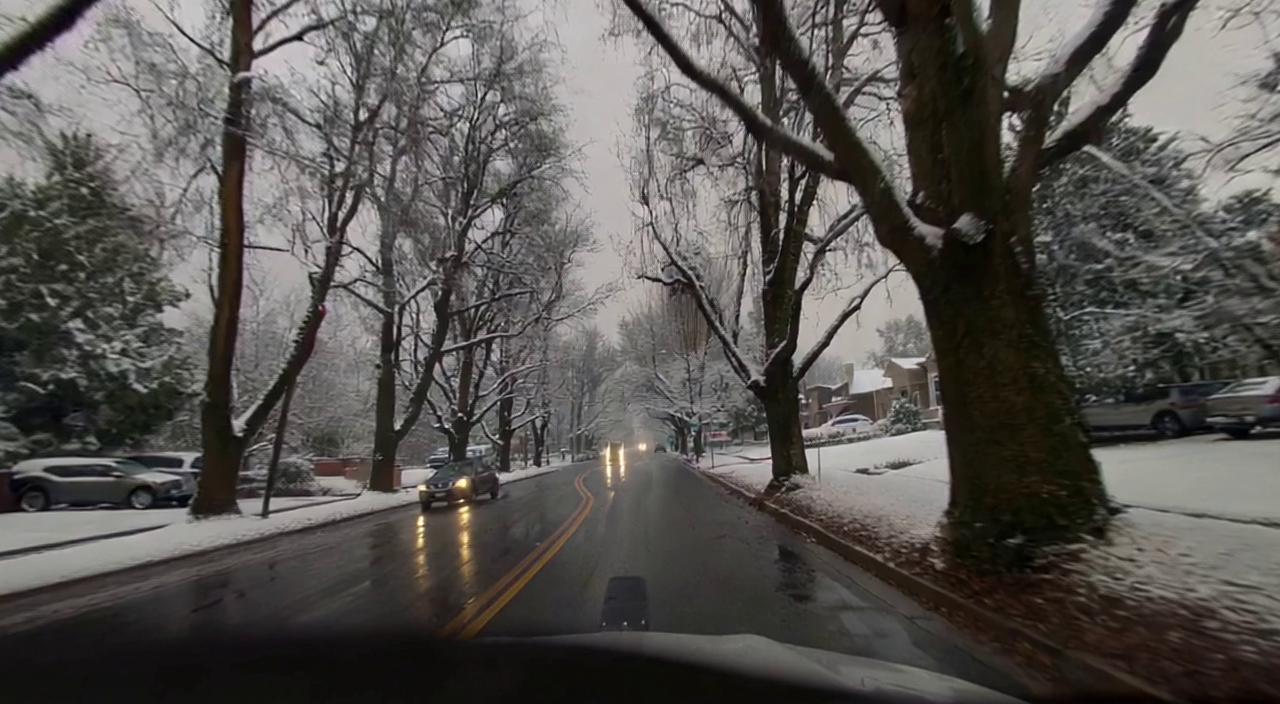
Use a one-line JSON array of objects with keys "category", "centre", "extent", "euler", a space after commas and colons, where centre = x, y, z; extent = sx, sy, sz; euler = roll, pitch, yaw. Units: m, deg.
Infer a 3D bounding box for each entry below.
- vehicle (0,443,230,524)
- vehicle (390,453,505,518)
[{"category": "vehicle", "centre": [-16.775, 4.021, 19.782], "extent": [5.969, 2.158, 2.643], "euler": [0, -6, 2]}, {"category": "vehicle", "centre": [-5.616, 3.908, 18.999], "extent": [1.956, 1.452, 4.426], "euler": [-5, -8, 1]}]
